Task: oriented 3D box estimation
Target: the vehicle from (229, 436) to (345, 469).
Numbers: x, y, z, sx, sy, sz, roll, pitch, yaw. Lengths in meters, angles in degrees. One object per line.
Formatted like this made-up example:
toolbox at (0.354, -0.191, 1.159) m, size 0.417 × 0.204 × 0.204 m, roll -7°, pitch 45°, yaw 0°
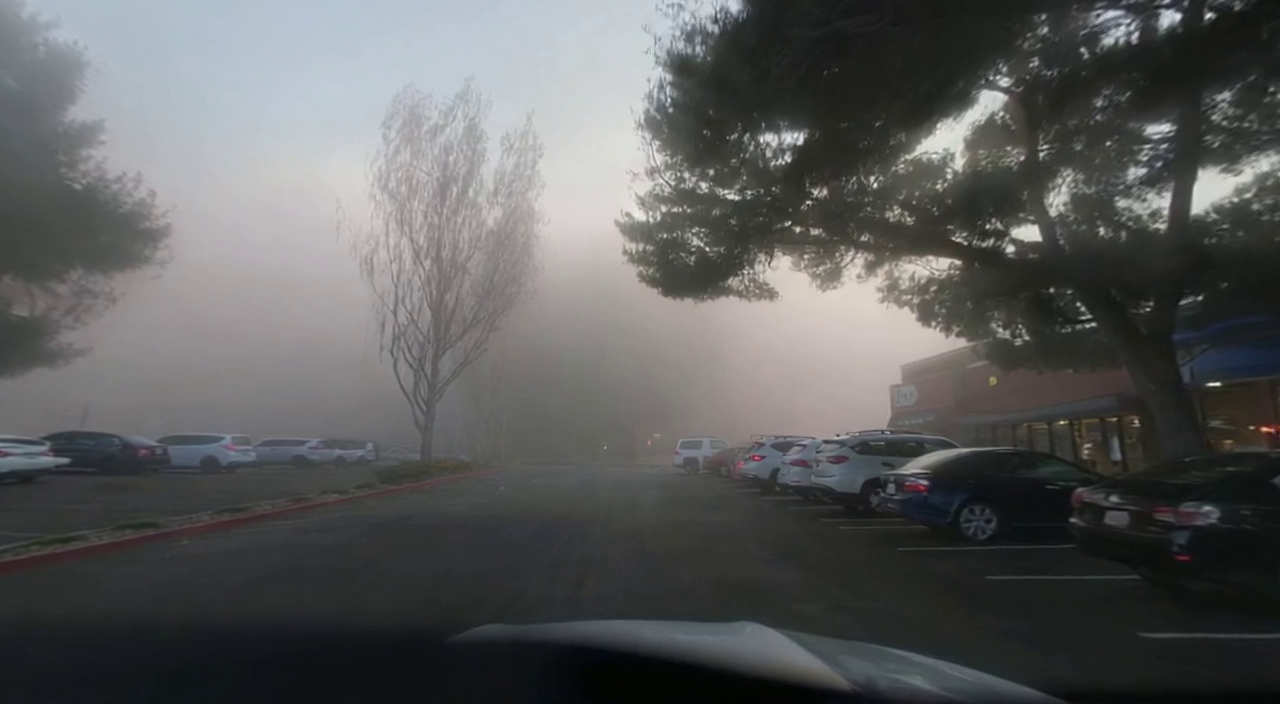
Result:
vehicle at (-17.282, 4.911, 31.069) m, size 4.651 × 1.494 × 1.914 m, roll 6°, pitch -11°, yaw -37°

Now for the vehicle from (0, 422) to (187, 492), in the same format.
vehicle at (-15.435, 2.904, 17.677) m, size 4.148 × 1.757 × 1.963 m, roll 7°, pitch -11°, yaw -40°

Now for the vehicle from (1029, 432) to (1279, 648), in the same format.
vehicle at (6.276, 1.494, 5.670) m, size 4.198 × 1.491 × 2.100 m, roll 1°, pitch -8°, yaw -4°
